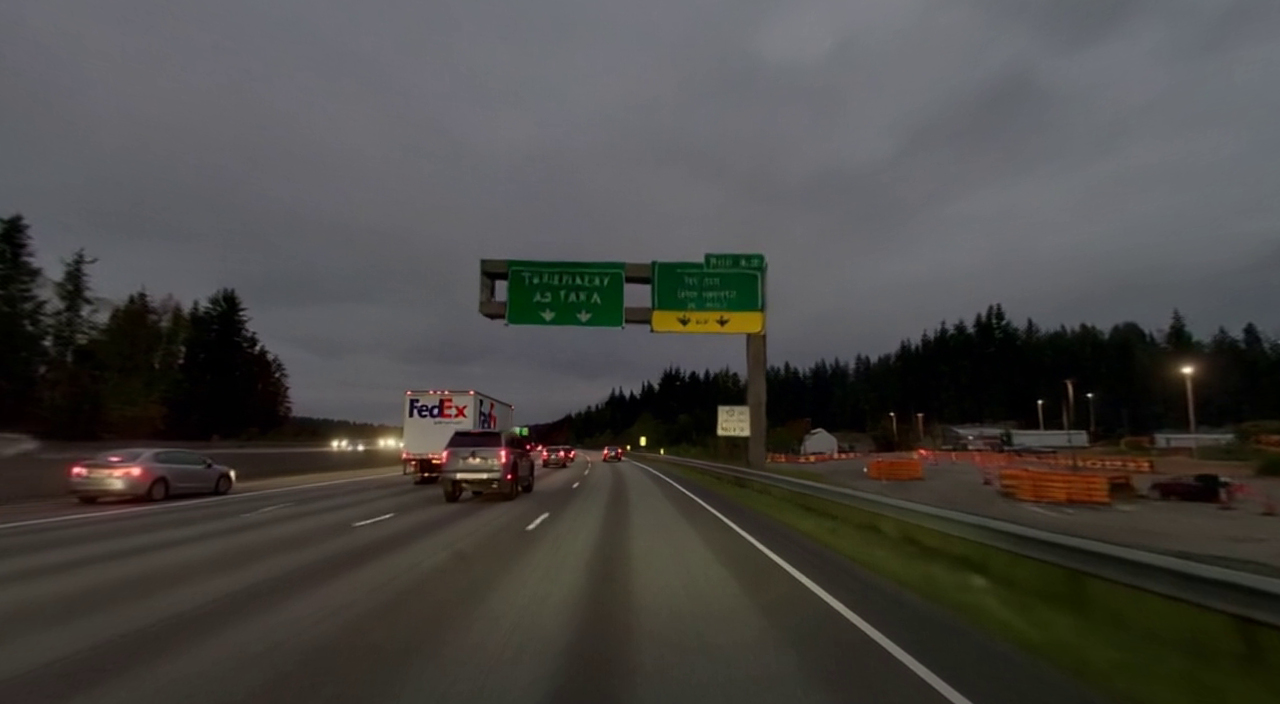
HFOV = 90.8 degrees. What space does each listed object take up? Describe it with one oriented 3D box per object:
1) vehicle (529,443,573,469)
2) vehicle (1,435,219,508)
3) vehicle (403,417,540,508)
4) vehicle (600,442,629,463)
[{"bbox_3d":[-5.336,6.307,38.447,2.192,1.478,4.591,0,-9,-3],"label":"vehicle"},{"bbox_3d":[-13.756,3.098,16.857,2.018,1.668,4.409,0,-9,-1],"label":"vehicle"},{"bbox_3d":[-3.910,2.680,15.671,2.170,1.886,4.628,0,-9,-1],"label":"vehicle"},{"bbox_3d":[-1.996,7.680,48.403,2.043,1.489,3.839,0,-9,-5],"label":"vehicle"}]
